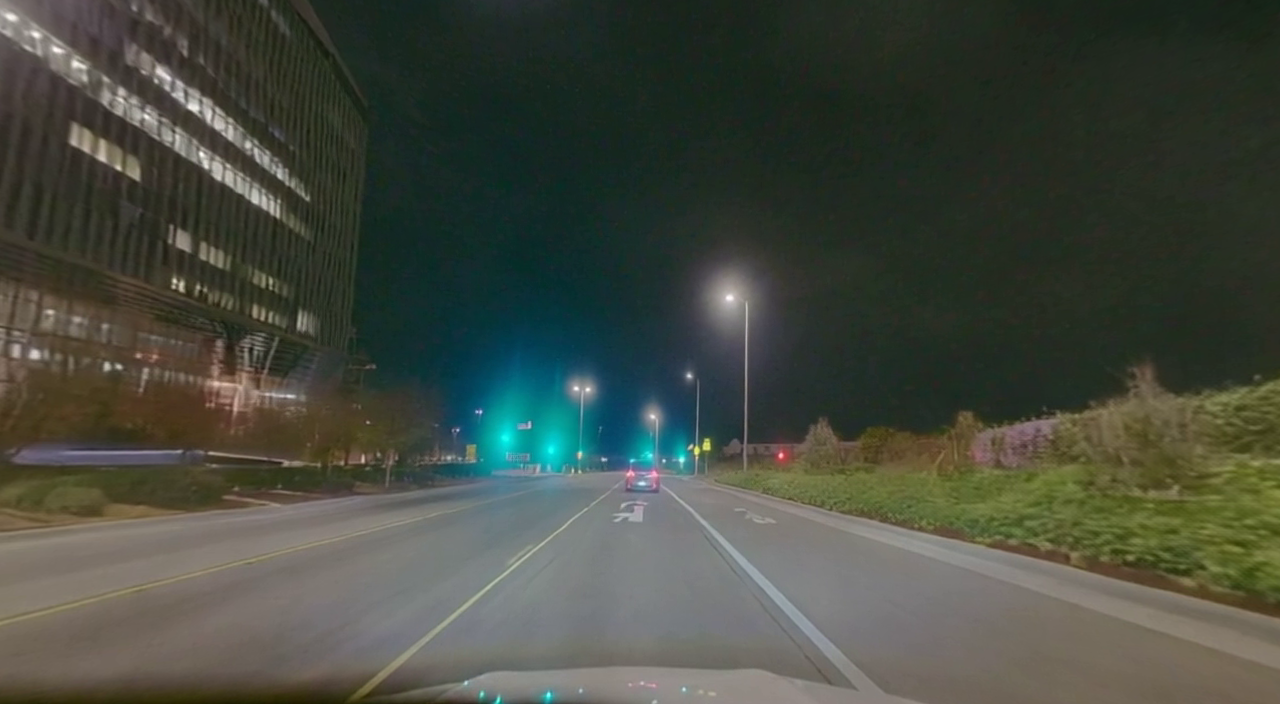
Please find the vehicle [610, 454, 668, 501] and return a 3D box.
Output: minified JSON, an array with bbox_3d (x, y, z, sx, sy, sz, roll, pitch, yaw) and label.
[{"bbox_3d":[-0.006,4.915,24.714,2.067,1.629,3.858,0,-11,1],"label":"vehicle"}]
